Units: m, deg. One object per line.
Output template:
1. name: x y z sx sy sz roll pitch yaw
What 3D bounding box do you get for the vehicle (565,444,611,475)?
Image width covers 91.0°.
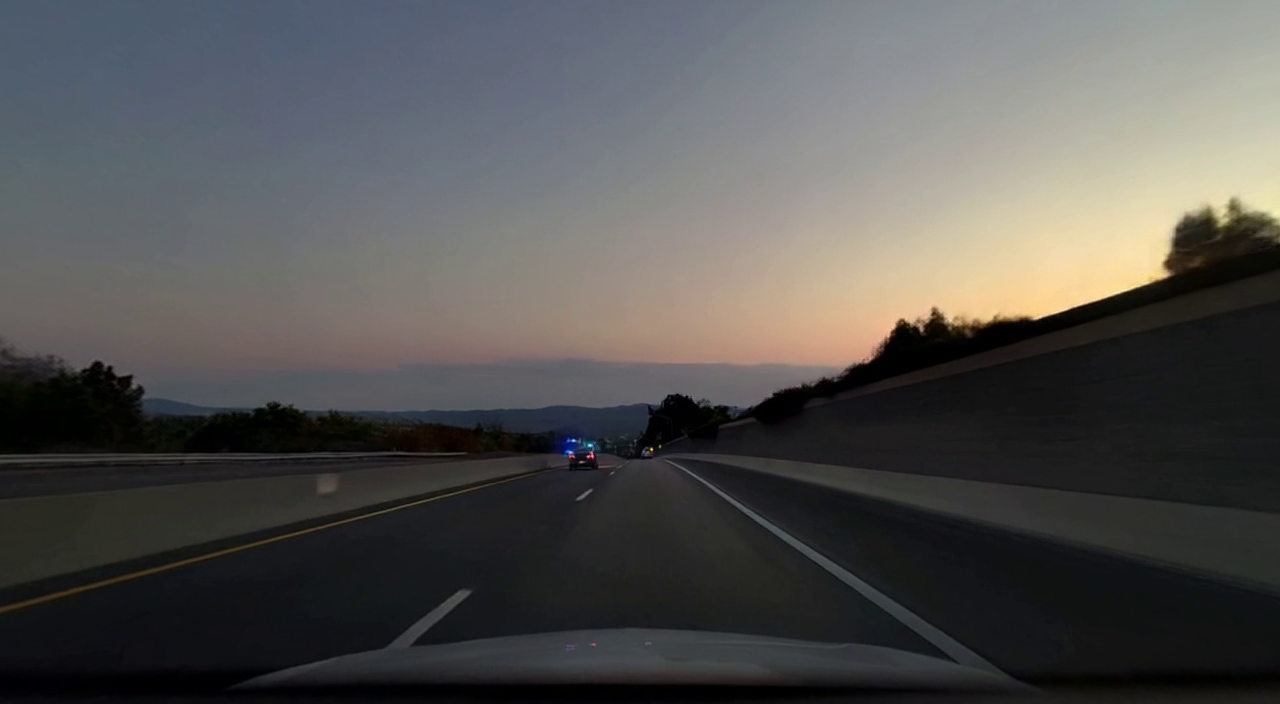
1. vehicle: -2.628 5.564 32.855 2.050 1.530 4.144 0 -8 0
